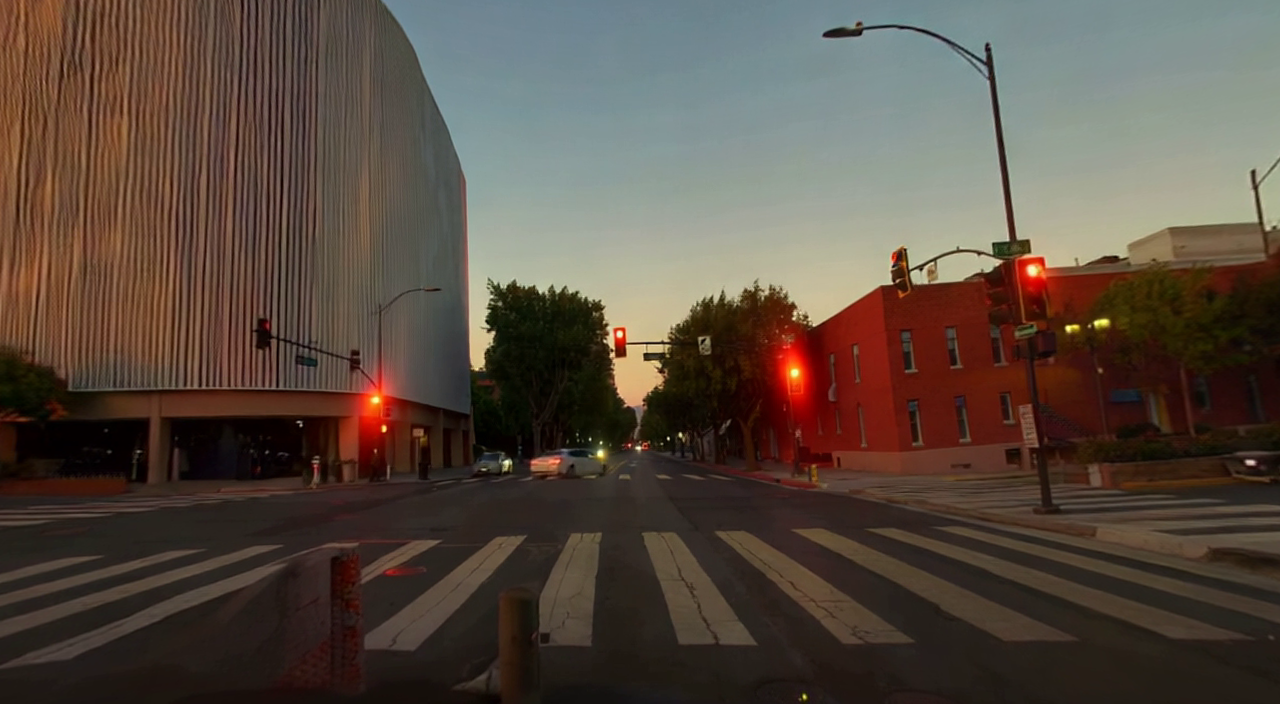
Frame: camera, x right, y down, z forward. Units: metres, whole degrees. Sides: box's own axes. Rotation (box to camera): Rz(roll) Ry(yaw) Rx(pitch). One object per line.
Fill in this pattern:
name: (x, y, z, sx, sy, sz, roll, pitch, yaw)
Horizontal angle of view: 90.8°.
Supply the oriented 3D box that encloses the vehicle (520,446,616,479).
vehicle: (-3.443, 5.407, 31.213, 2.088, 1.452, 4.833, -6, -10, 34)
